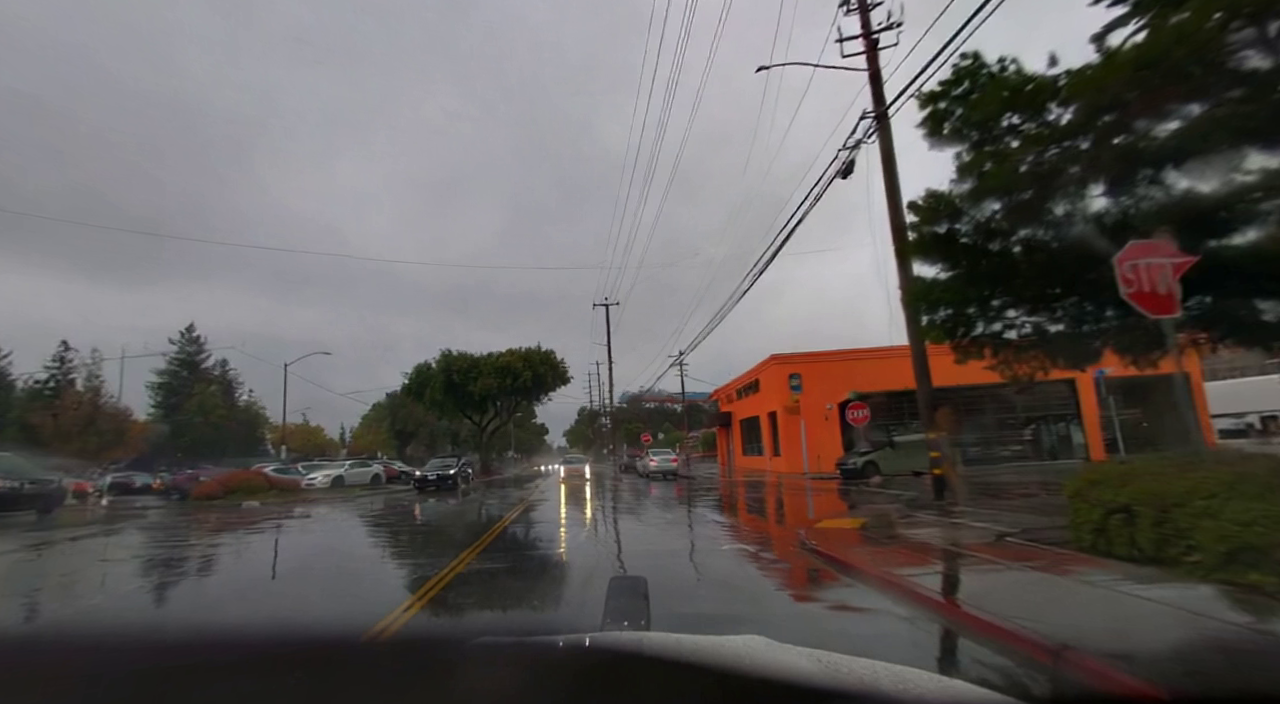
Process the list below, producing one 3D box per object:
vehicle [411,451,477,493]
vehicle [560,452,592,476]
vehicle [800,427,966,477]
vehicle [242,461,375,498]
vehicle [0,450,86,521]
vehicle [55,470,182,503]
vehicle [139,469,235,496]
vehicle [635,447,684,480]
[{"bbox_3d":[-9.267,5.667,30.306,2.146,1.775,5.117,1,-8,-7],"label":"vehicle"},{"bbox_3d":[-4.554,7.878,44.558,2.033,1.464,4.645,1,-8,-8],"label":"vehicle"},{"bbox_3d":[8.734,3.584,22.848,5.255,1.688,1.994,1,-8,-11],"label":"vehicle"},{"bbox_3d":[-15.127,5.829,29.032,4.968,1.493,1.961,1,-8,-9],"label":"vehicle"},{"bbox_3d":[-16.015,3.395,16.526,2.010,1.630,4.139,7,-11,-40],"label":"vehicle"},{"bbox_3d":[-27.010,6.957,32.776,4.660,1.488,1.930,1,-9,-8],"label":"vehicle"},{"bbox_3d":[-27.516,7.918,38.373,4.276,1.452,1.803,1,-9,-9],"label":"vehicle"},{"bbox_3d":[0.848,5.350,30.630,1.840,1.452,4.517,1,-8,-5],"label":"vehicle"}]
